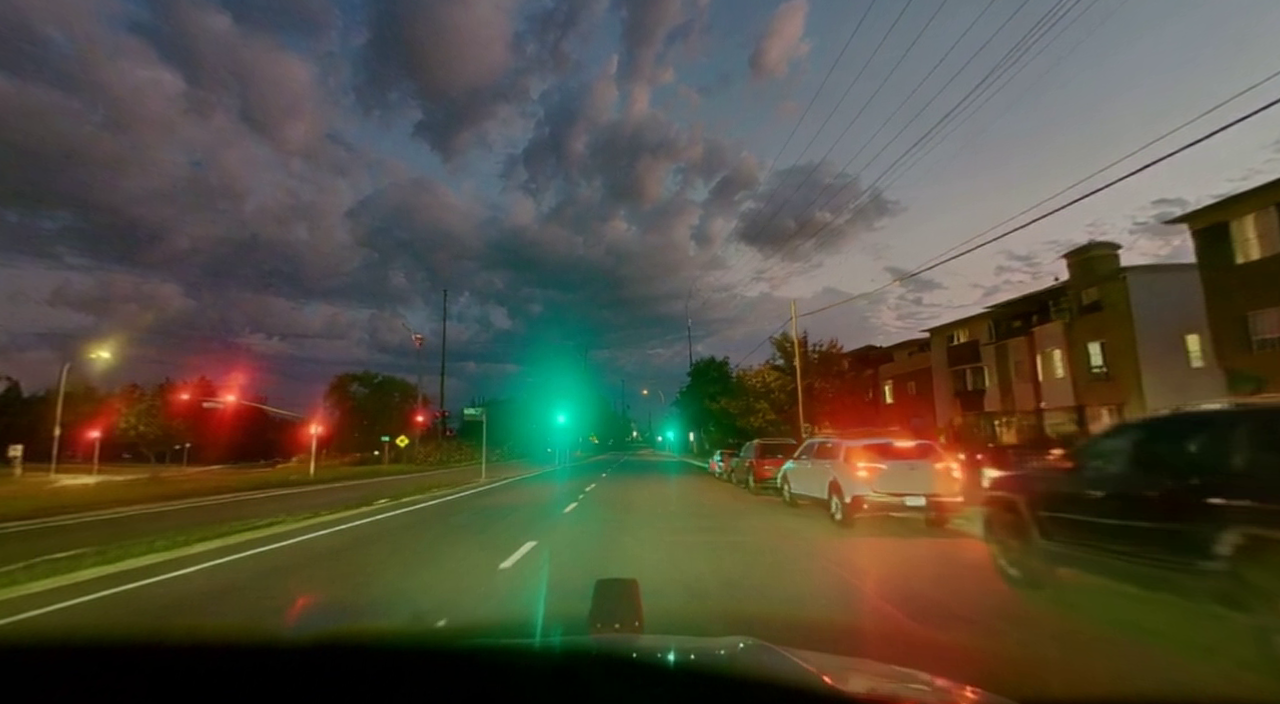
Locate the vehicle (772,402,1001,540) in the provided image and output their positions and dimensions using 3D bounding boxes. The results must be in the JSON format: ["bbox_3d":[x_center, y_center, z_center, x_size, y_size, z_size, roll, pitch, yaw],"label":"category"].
[{"bbox_3d":[4.043,2.061,11.567,2.056,1.941,4.955,0,-8,-2],"label":"vehicle"}]

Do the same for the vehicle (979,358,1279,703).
[{"bbox_3d":[4.183,1.018,3.775,1.936,1.778,4.378,0,-8,1],"label":"vehicle"}]
